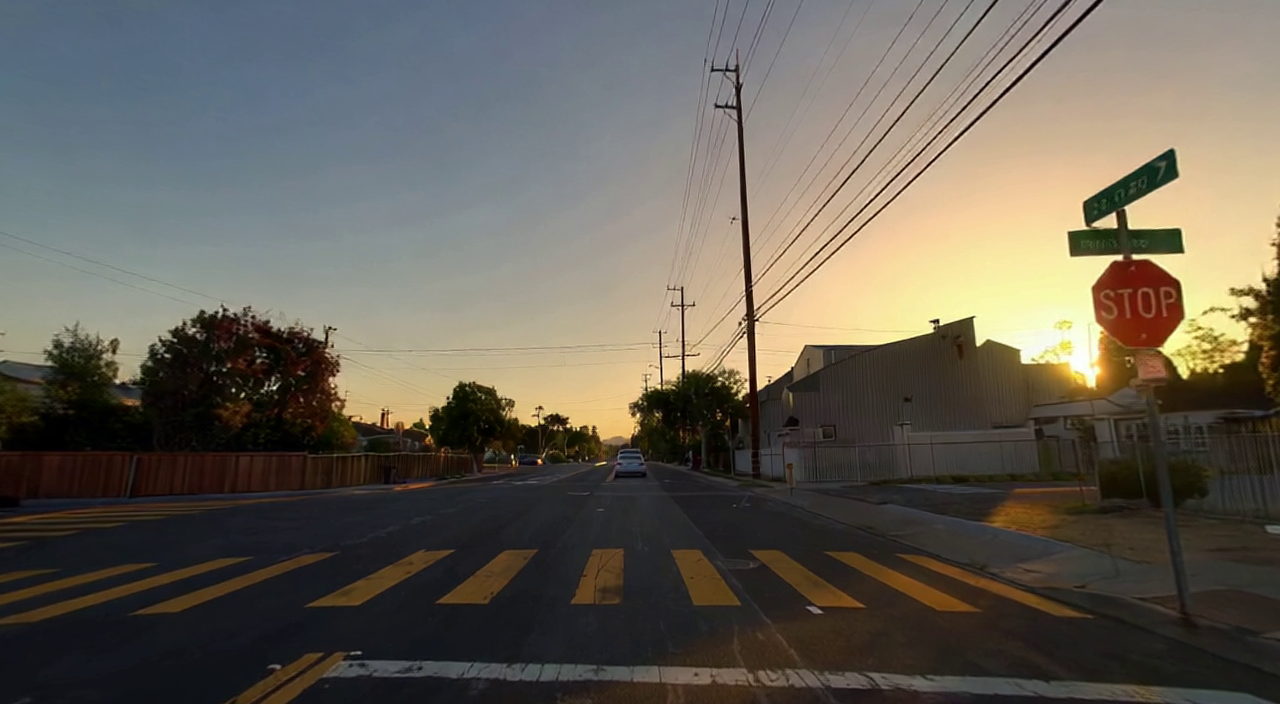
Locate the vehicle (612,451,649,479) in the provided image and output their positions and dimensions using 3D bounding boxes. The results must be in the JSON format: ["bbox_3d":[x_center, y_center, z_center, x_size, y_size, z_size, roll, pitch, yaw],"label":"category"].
[{"bbox_3d":[-0.492,6.630,37.287,2.064,1.477,3.968,0,-9,1],"label":"vehicle"}]

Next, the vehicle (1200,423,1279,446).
[{"bbox_3d":[44.578,6.056,46.282,2.251,1.596,5.193,-1,-8,0],"label":"vehicle"}]
